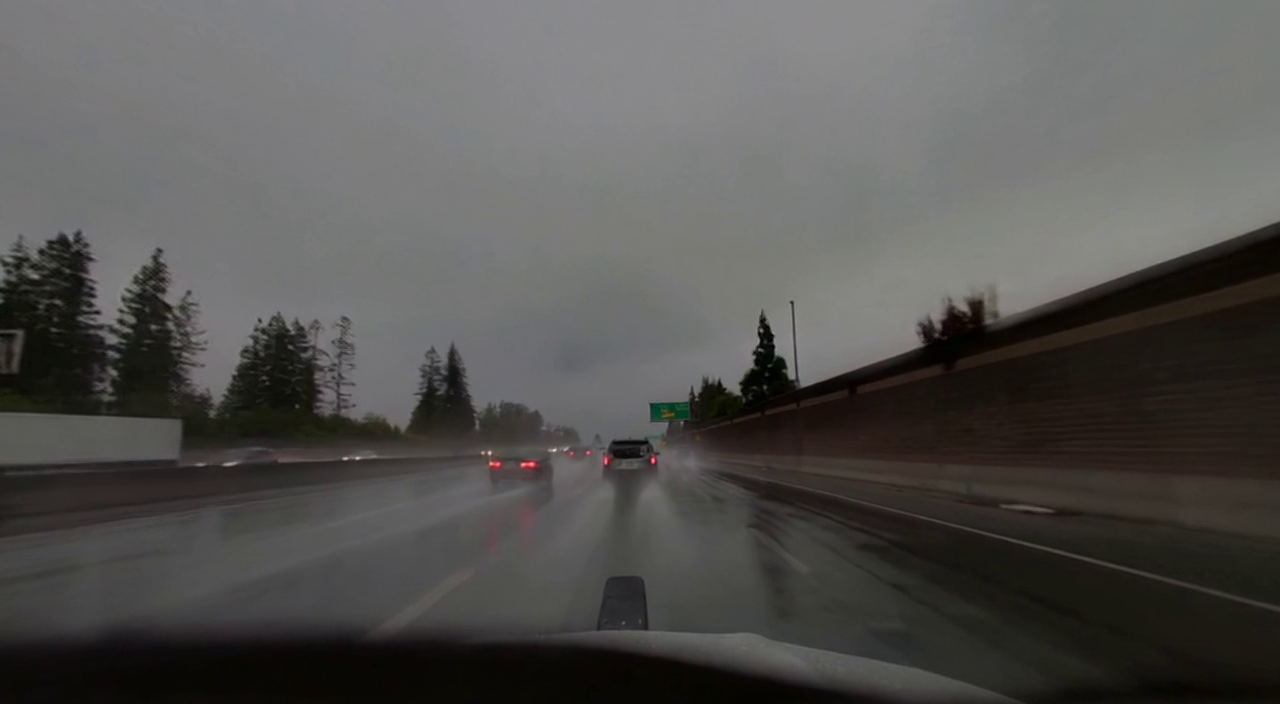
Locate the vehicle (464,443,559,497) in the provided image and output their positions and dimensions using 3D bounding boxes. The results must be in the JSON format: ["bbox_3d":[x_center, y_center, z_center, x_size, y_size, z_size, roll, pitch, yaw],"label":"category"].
[{"bbox_3d":[-3.749,3.519,19.242,1.967,1.442,4.143,0,-9,1],"label":"vehicle"}]

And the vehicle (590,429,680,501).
[{"bbox_3d":[-0.120,3.157,17.982,2.233,1.804,4.273,0,-9,0],"label":"vehicle"}]

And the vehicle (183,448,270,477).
[{"bbox_3d":[-24.641,6.600,37.853,1.937,1.595,4.750,0,-9,1],"label":"vehicle"}]

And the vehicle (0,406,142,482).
[{"bbox_3d":[-28.873,4.467,30.503,2.736,3.238,8.017,0,-9,2],"label":"vehicle"}]
